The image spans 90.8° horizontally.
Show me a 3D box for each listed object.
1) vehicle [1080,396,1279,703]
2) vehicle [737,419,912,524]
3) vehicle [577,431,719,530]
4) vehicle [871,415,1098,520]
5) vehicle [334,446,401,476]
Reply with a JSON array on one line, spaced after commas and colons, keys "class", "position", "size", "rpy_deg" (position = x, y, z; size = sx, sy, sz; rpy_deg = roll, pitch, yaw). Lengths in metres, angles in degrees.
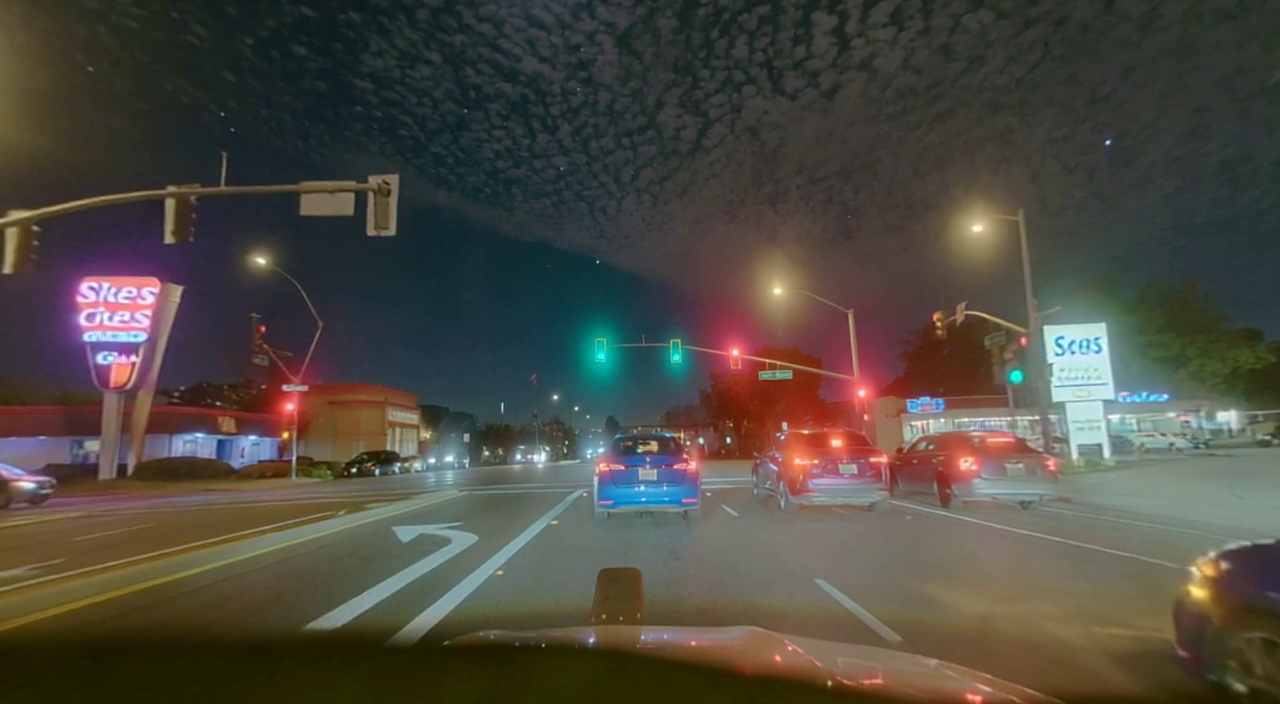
[{"class": "vehicle", "position": [3.542, 0.732, 1.310], "size": [1.889, 1.473, 4.643], "rpy_deg": [0, -8, 0]}, {"class": "vehicle", "position": [3.271, 2.231, 12.355], "size": [1.973, 1.633, 4.717], "rpy_deg": [0, -8, 0]}, {"class": "vehicle", "position": [0.081, 2.246, 11.615], "size": [2.135, 1.468, 4.076], "rpy_deg": [0, -8, -1]}, {"class": "vehicle", "position": [6.435, 2.213, 12.529], "size": [2.009, 1.700, 4.275], "rpy_deg": [0, -8, -1]}, {"class": "vehicle", "position": [-18.636, 7.451, 43.568], "size": [2.324, 1.911, 5.610], "rpy_deg": [0, -8, -3]}]
